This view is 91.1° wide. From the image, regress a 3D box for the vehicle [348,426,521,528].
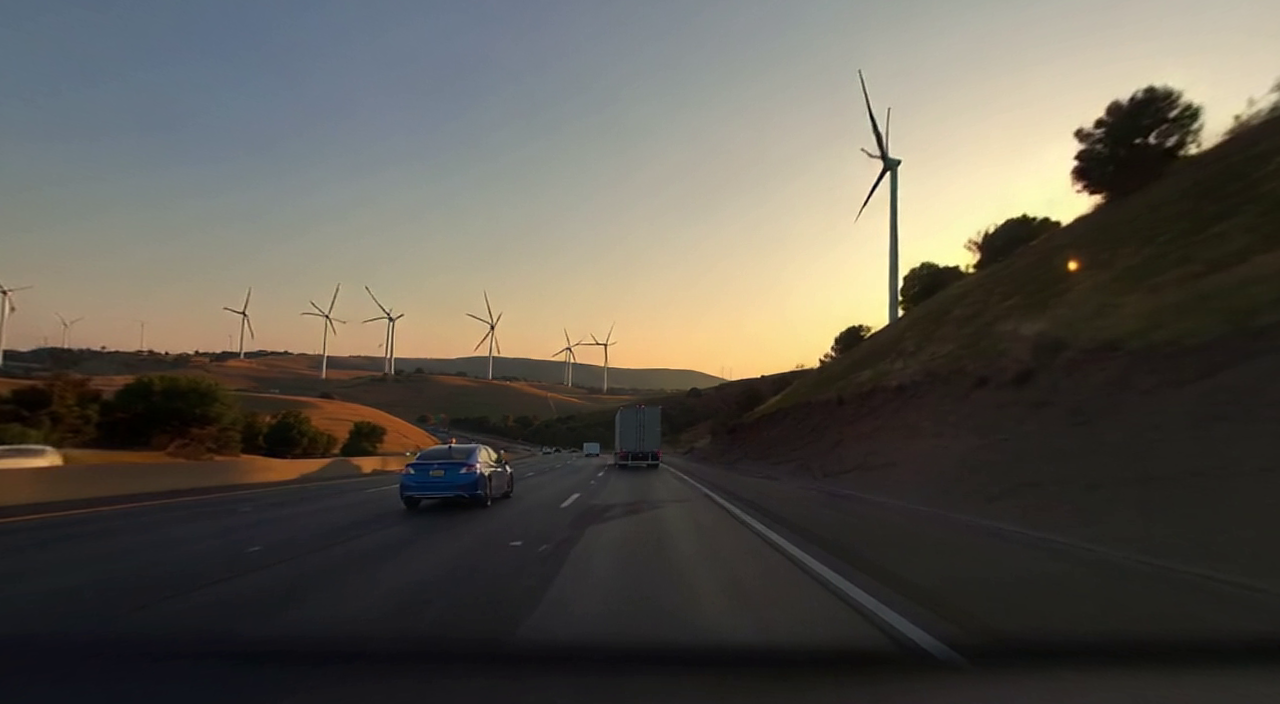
[{"bbox_3d":[-3.787,2.354,12.391,2.109,1.684,3.783,0,-8,0],"label":"vehicle"}]
